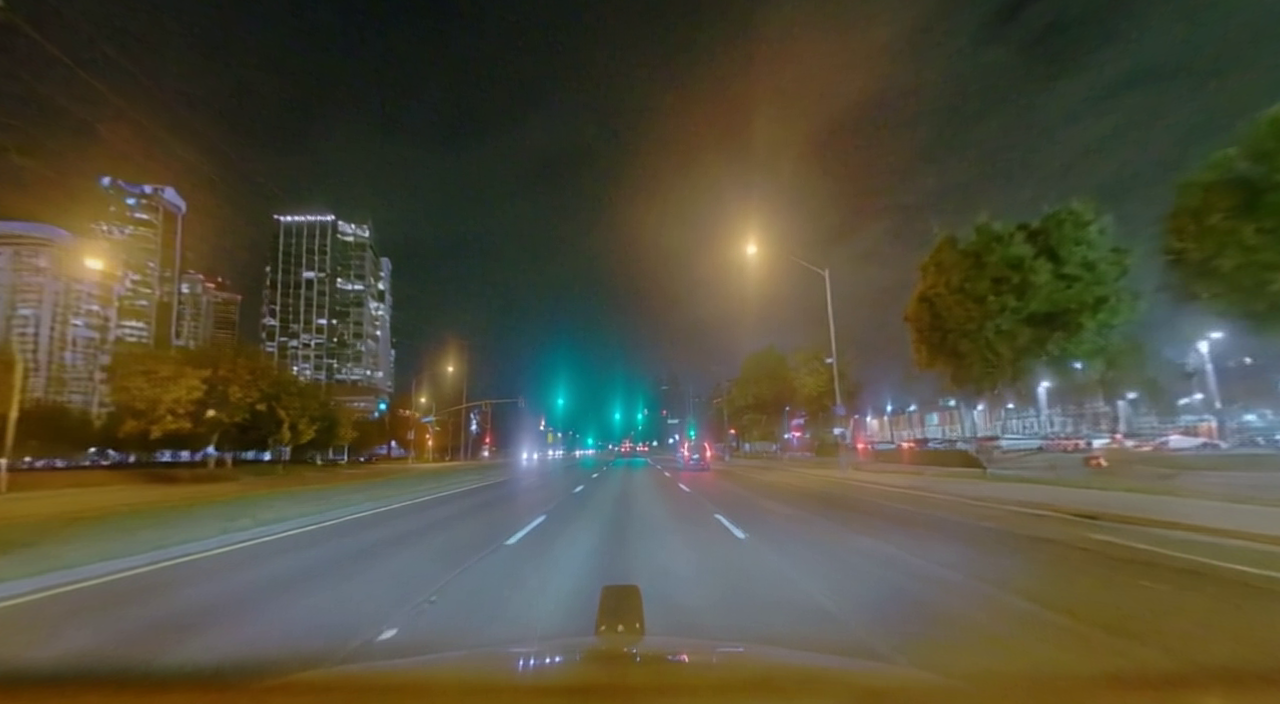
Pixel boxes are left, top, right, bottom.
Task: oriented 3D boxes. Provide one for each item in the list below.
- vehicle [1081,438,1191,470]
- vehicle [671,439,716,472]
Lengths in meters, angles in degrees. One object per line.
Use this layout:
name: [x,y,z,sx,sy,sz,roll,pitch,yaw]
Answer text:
vehicle: [23.144,4.767,29.540,3.661,1.417,1.783,0,-9,-4]
vehicle: [3.038,6.022,36.945,2.069,1.761,4.610,0,-9,-2]
